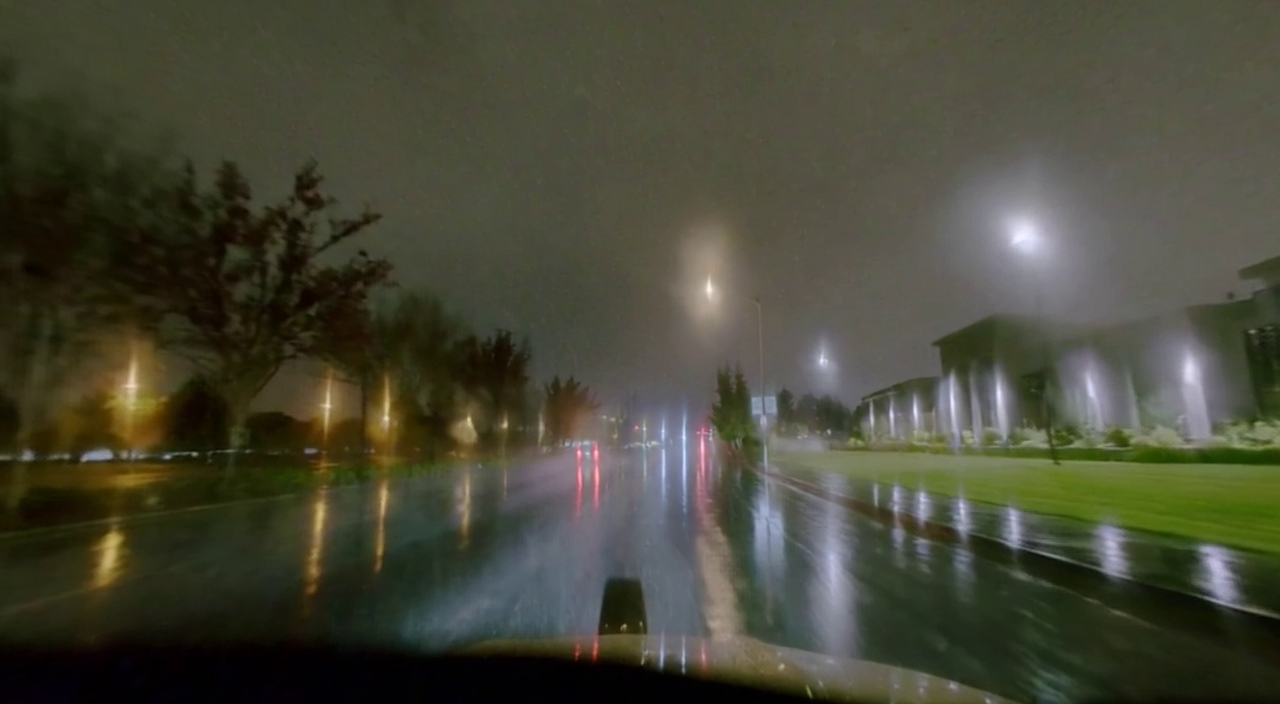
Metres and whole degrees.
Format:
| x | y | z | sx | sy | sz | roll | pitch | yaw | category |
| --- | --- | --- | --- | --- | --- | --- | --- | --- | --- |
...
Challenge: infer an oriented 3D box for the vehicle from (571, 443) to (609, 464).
| x | y | z | sx | sy | sz | roll | pitch | yaw | category |
| --- | --- | --- | --- | --- | --- | --- | --- | --- | --- |
| -3.604 | 7.375 | 46.029 | 1.945 | 1.461 | 4.605 | -1 | -9 | 6 | vehicle |
